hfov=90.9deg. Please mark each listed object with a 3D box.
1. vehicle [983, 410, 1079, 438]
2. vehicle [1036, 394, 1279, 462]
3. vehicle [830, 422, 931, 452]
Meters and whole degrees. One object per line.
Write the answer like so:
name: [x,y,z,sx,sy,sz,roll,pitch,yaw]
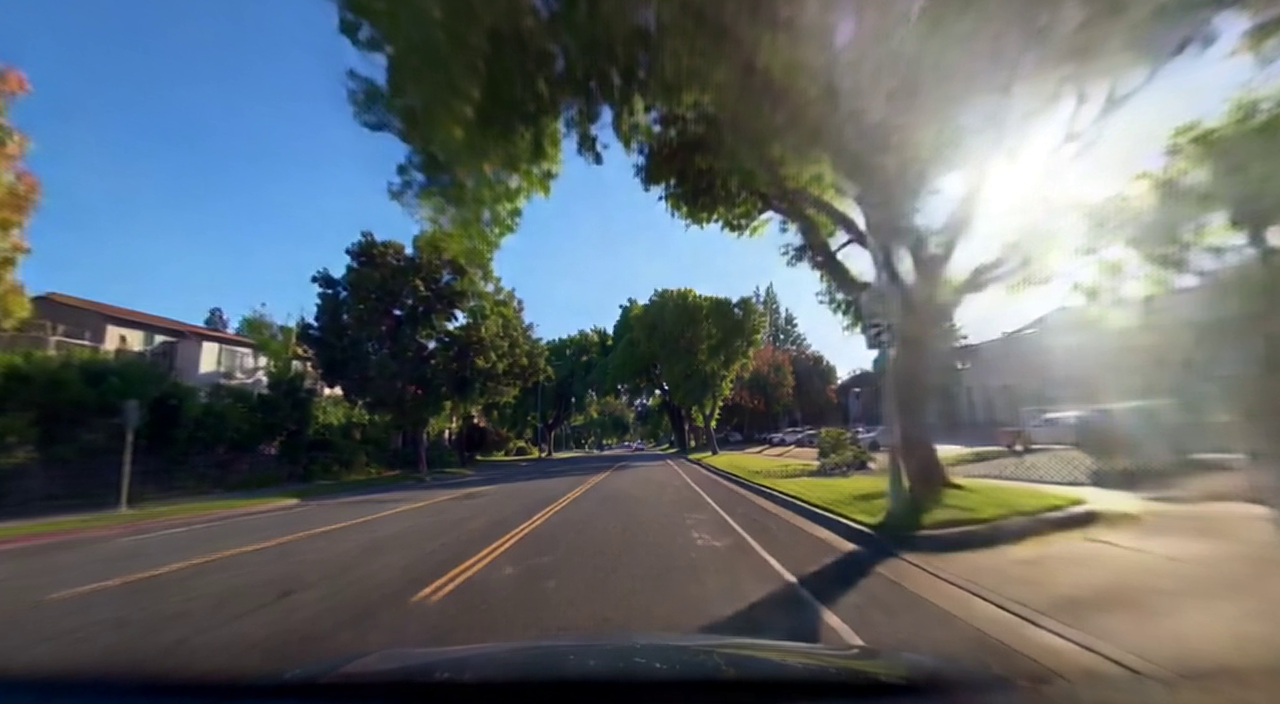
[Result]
vehicle: [25.963,4.808,41.971,4.864,1.797,2.150,0,-8,1]
vehicle: [12.526,1.818,14.872,4.955,1.489,2.002,0,-8,1]
vehicle: [12.833,4.586,33.841,4.529,1.490,2.168,1,-8,-6]
